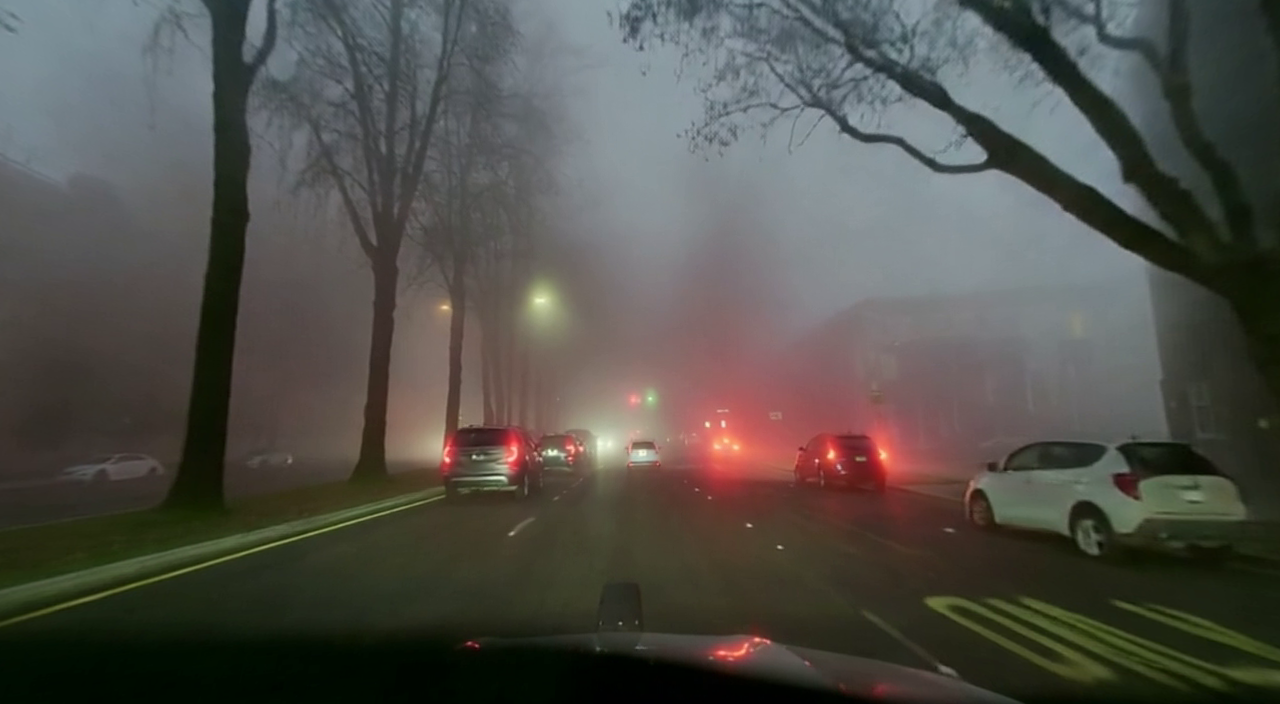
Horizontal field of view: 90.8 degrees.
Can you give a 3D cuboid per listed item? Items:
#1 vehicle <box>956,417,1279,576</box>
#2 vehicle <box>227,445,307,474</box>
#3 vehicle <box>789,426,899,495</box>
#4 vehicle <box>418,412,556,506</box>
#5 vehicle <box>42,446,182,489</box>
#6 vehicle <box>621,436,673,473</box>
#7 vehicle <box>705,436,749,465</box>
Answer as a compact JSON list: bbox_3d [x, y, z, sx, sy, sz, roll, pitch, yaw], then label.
[{"bbox_3d":[6.631,1.894,9.014,2.164,1.727,3.955,0,-9,0],"label":"vehicle"},{"bbox_3d":[-22.436,6.476,38.195,2.148,1.607,4.428,0,-9,-1],"label":"vehicle"},{"bbox_3d":[6.393,3.452,20.423,1.997,1.943,4.409,0,-9,-1],"label":"vehicle"},{"bbox_3d":[-3.548,2.611,15.769,2.223,1.957,4.845,0,-9,0],"label":"vehicle"},{"bbox_3d":[-22.215,4.832,26.888,1.910,1.632,4.624,0,-9,1],"label":"vehicle"},{"bbox_3d":[0.262,4.796,29.711,2.201,1.589,3.843,0,-9,-3],"label":"vehicle"},{"bbox_3d":[5.986,6.868,44.113,2.300,1.903,4.579,0,-9,-2],"label":"vehicle"}]
